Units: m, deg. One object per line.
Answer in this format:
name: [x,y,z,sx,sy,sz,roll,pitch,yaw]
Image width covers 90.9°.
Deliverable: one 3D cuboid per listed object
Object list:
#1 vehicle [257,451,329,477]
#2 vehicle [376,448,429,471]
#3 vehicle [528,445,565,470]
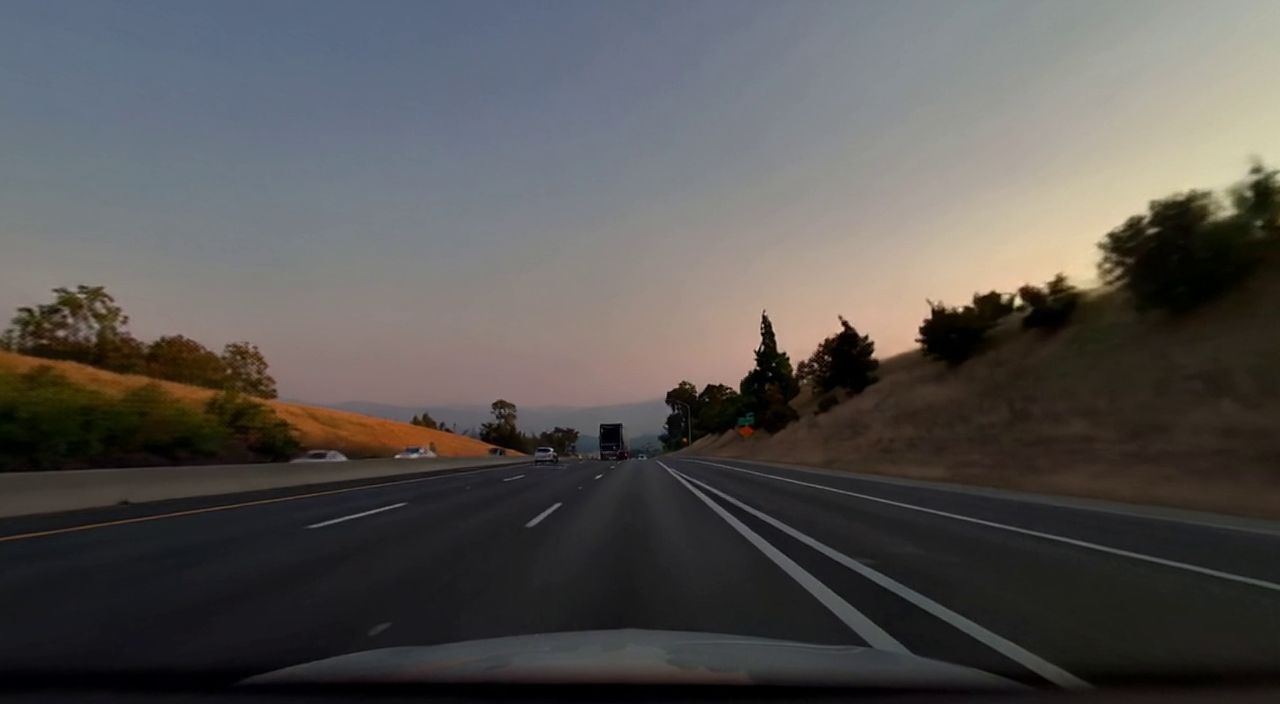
vehicle: [-21.203,6.827,38.772,1.948,1.457,4.445,0,-9,0]
vehicle: [-17.485,7.916,46.660,1.993,1.582,4.871,0,-9,0]
vehicle: [-7.104,8.026,48.223,2.043,1.828,4.436,0,-9,1]
